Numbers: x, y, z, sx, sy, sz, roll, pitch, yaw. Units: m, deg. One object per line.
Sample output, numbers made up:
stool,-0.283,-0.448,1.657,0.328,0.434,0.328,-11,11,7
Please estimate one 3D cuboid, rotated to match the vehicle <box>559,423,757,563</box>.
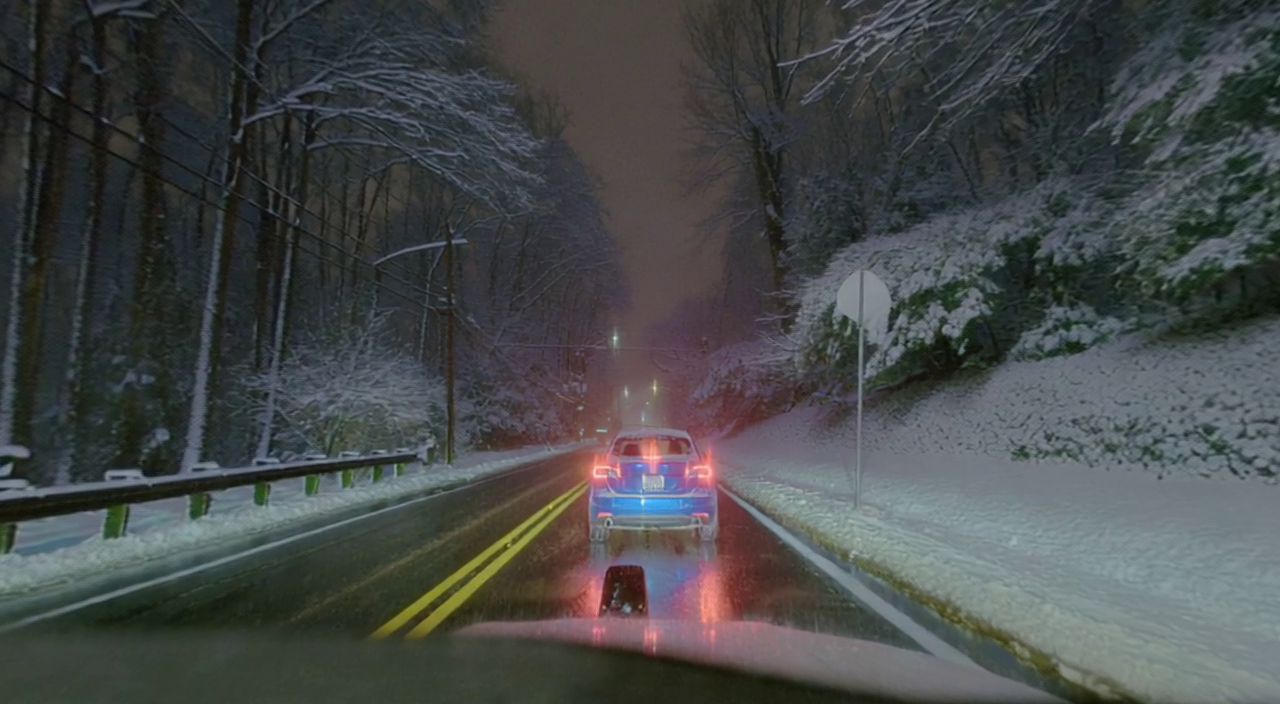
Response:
vehicle,0.234,1.849,8.918,2.187,1.533,3.726,0,-8,1
